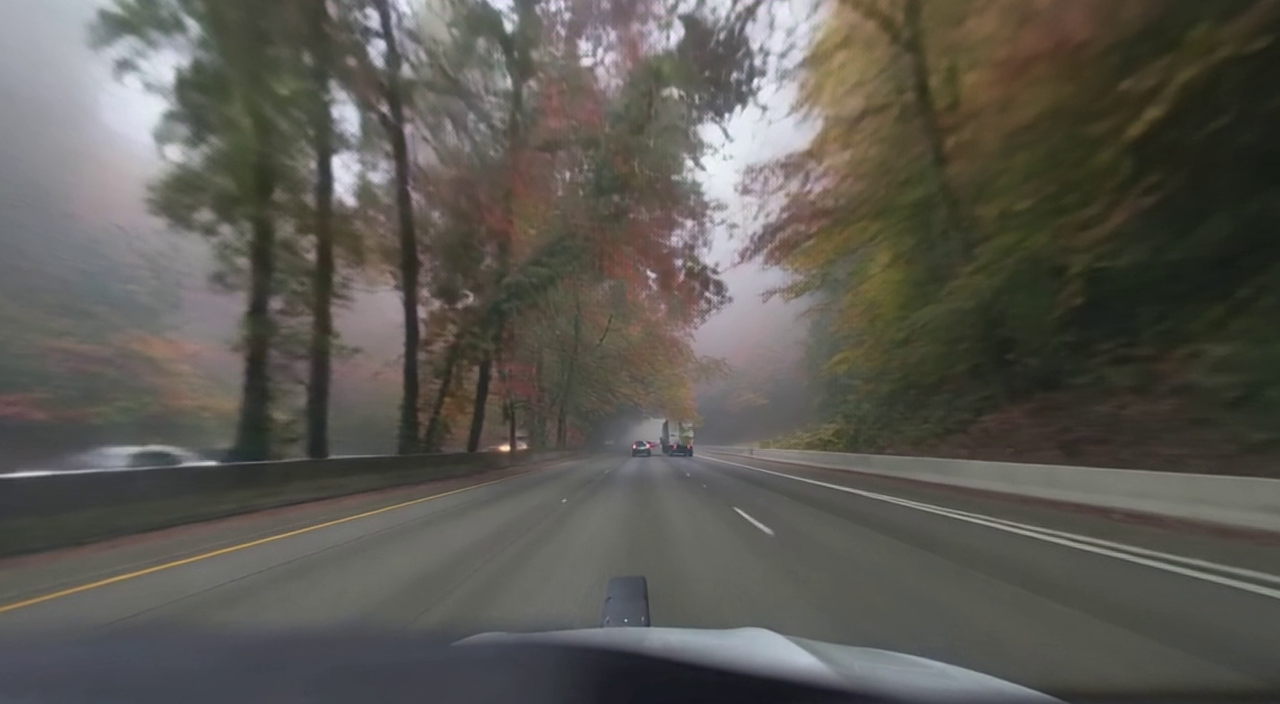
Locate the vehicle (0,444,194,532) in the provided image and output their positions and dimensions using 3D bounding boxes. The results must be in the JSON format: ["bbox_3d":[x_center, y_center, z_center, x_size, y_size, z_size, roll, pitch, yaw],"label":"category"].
[{"bbox_3d":[-11.552,2.601,12.738,1.844,1.473,4.068,-1,-8,3],"label":"vehicle"}]
